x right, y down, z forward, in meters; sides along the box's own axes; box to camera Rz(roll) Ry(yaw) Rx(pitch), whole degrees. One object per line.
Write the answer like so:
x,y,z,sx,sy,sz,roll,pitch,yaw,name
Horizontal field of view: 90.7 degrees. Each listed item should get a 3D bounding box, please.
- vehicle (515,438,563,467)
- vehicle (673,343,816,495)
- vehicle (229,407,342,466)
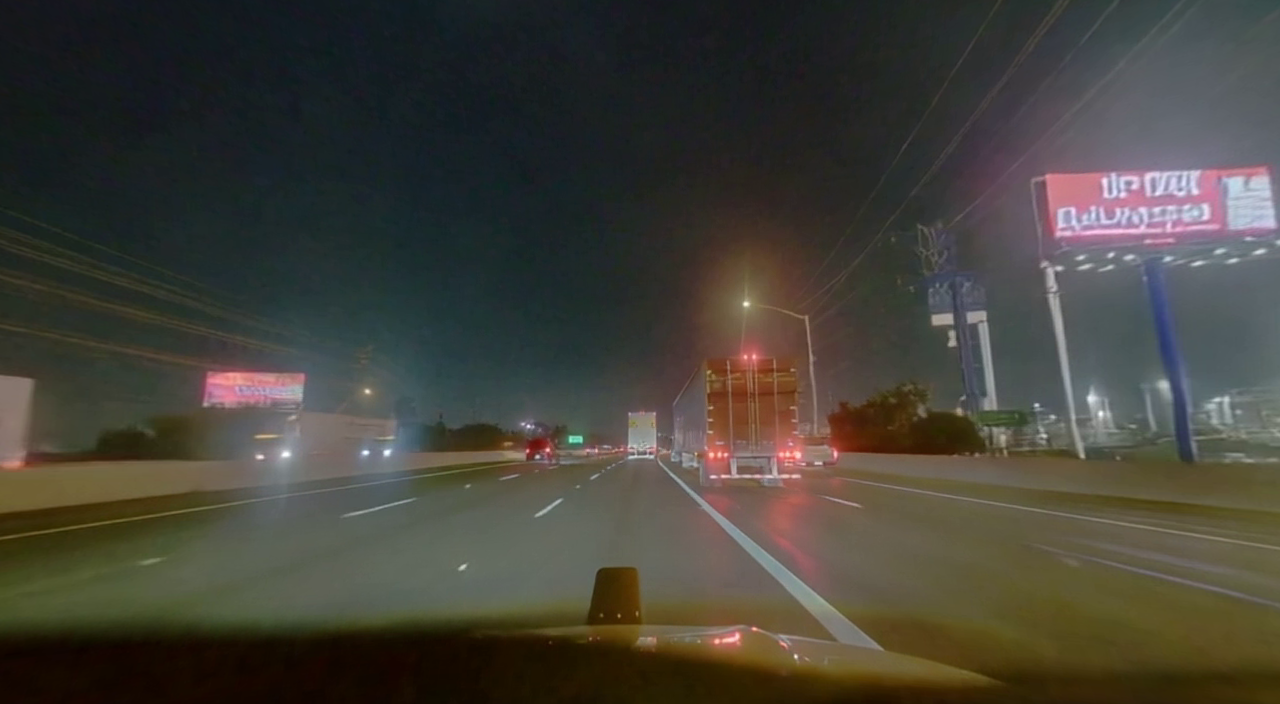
-7.191,7.276,45.844,2.425,1.917,5.647,0,-9,2,vehicle
3.274,3.059,25.692,2.892,4.152,16.575,0,-9,0,vehicle
-24.720,6.040,44.750,3.057,3.802,8.100,0,-9,1,vehicle
